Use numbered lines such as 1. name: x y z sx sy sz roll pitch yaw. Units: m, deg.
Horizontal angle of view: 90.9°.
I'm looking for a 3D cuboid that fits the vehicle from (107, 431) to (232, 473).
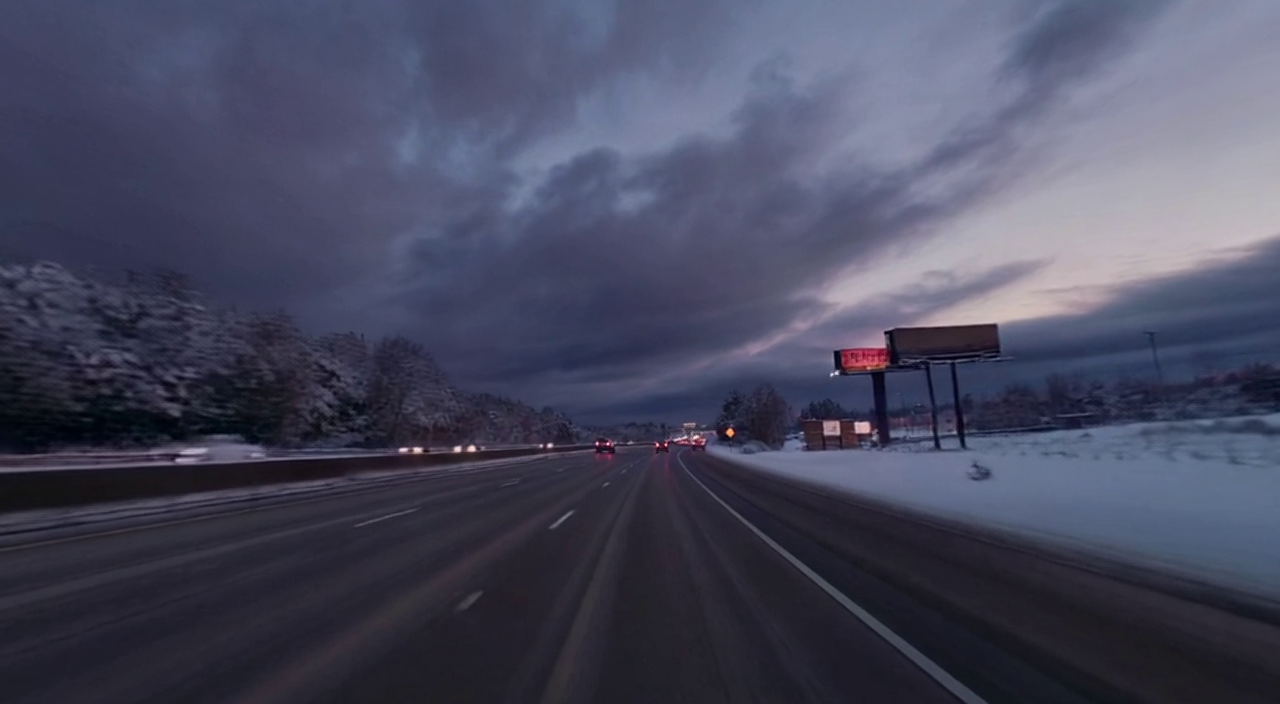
1. vehicle: -17.448 3.727 23.637 1.738 1.467 3.642 0 -8 2
